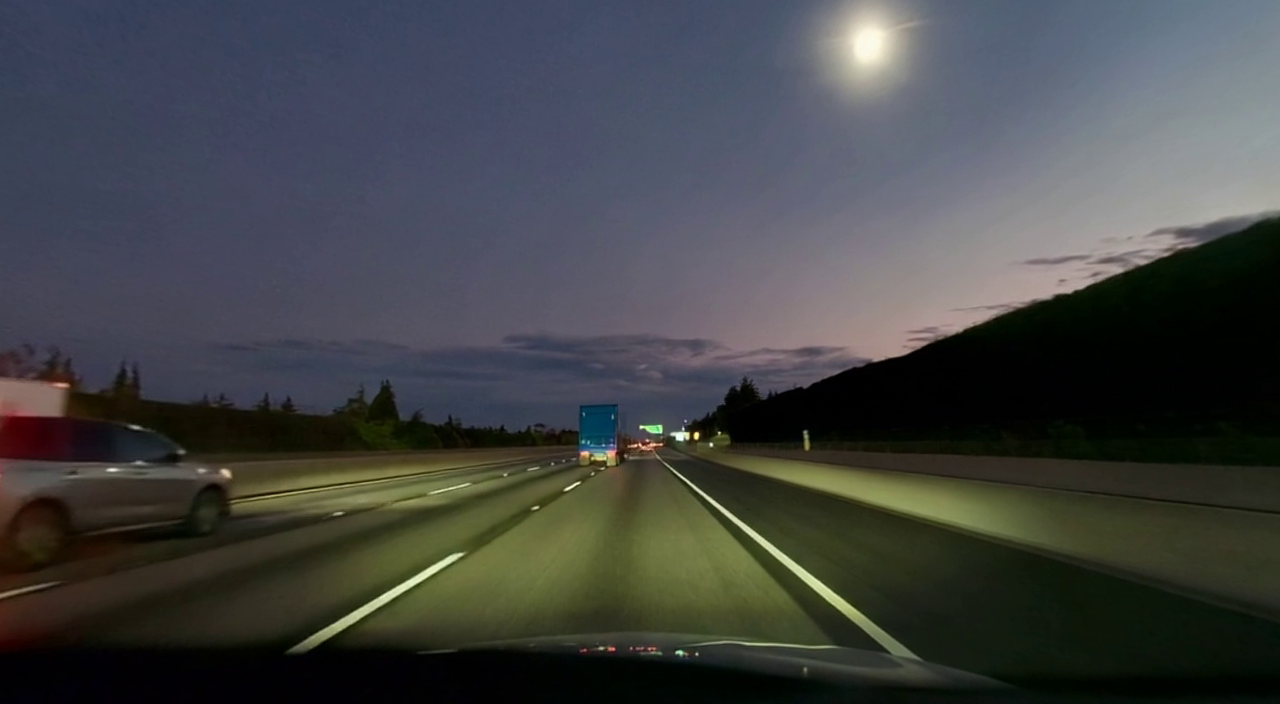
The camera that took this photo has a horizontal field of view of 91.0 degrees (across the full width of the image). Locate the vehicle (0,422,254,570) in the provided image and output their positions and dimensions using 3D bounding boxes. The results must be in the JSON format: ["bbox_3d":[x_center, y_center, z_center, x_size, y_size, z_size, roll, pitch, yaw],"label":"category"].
[{"bbox_3d":[-7.615,1.763,8.416,2.046,1.513,4.419,0,-8,0],"label":"vehicle"}]
